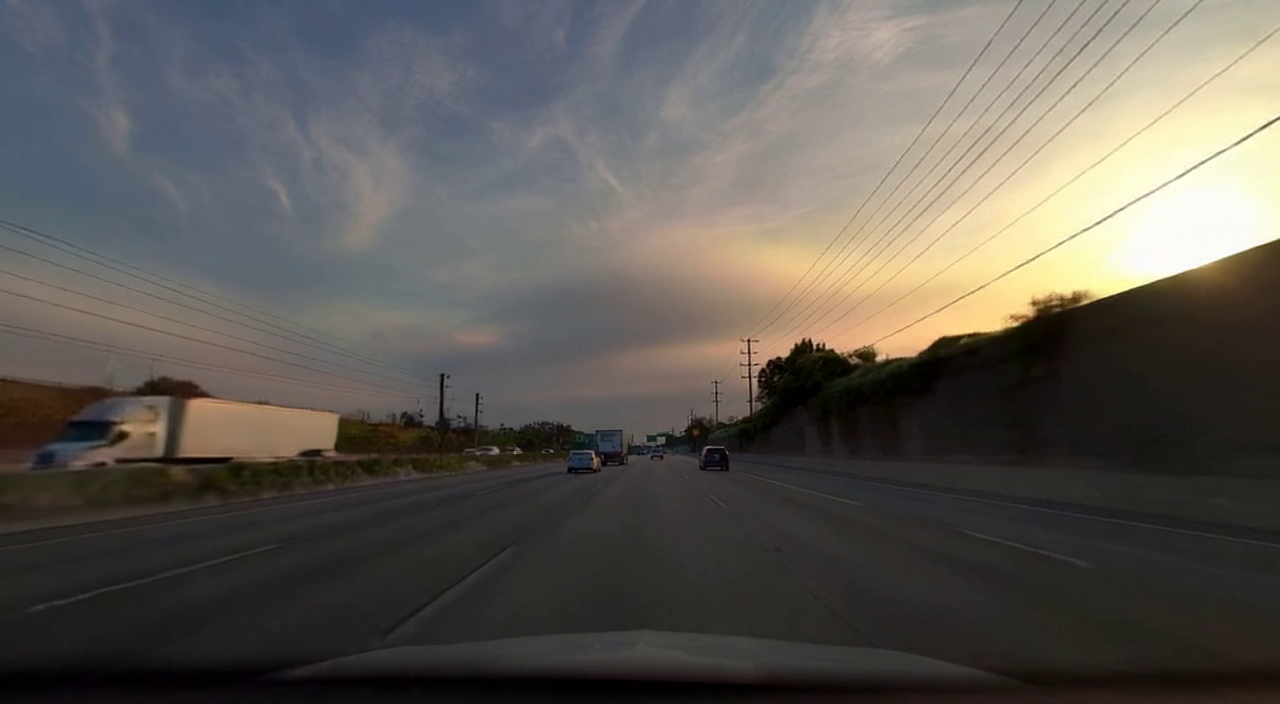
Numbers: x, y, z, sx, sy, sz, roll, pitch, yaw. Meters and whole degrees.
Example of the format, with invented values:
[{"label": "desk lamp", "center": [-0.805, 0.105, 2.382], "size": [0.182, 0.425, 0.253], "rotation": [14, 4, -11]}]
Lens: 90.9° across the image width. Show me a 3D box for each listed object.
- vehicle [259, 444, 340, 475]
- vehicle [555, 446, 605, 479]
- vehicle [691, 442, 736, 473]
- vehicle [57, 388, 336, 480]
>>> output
[{"label": "vehicle", "center": [-18.628, 5.890, 34.736], "size": [1.958, 1.579, 4.347], "rotation": [0, -9, 1]}, {"label": "vehicle", "center": [-2.935, 5.515, 31.685], "size": [2.004, 1.498, 4.043], "rotation": [0, -9, 1]}, {"label": "vehicle", "center": [4.442, 6.482, 38.884], "size": [2.214, 1.799, 4.627], "rotation": [0, -9, 0]}, {"label": "vehicle", "center": [-23.181, 4.853, 35.634], "size": [3.266, 3.945, 16.906], "rotation": [0, -9, 1]}]
